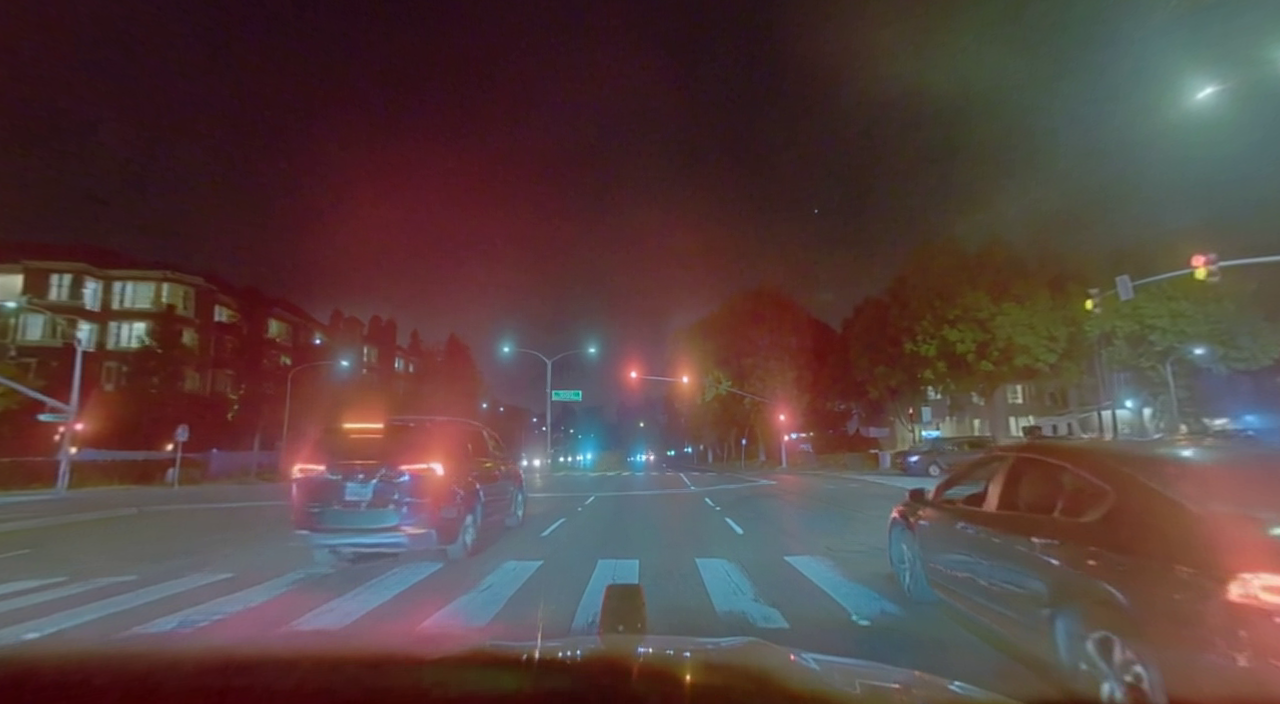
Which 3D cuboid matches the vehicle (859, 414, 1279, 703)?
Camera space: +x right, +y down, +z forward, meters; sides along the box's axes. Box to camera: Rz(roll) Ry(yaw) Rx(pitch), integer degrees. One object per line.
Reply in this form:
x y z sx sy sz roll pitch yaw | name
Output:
3.172 1.216 3.931 1.990 1.454 4.490 0 -8 0 | vehicle

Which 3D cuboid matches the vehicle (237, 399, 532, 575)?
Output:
-3.204 1.836 9.380 2.231 1.898 4.985 0 -8 1 | vehicle
